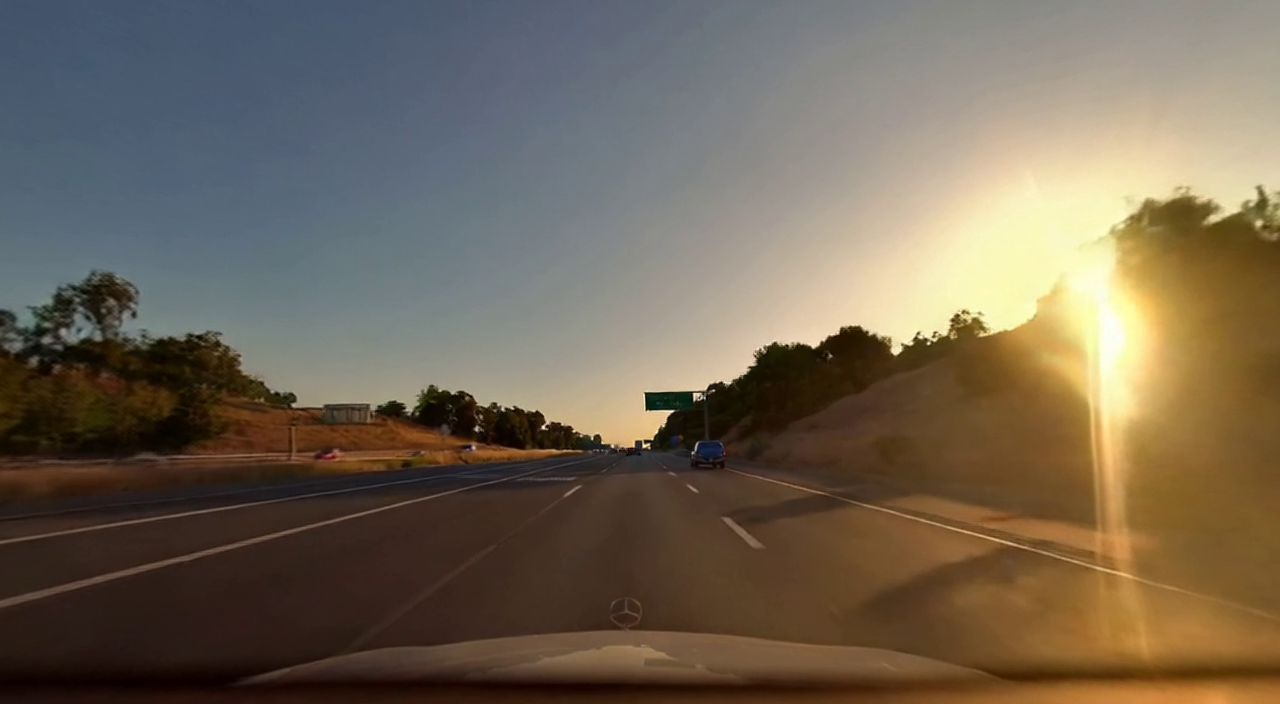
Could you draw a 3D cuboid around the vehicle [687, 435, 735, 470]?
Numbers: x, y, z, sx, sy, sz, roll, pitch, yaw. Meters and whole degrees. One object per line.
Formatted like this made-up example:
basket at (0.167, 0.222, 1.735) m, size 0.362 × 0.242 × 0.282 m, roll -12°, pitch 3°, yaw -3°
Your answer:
vehicle at (4.107, 5.944, 37.475) m, size 2.172 × 1.930 × 4.879 m, roll 0°, pitch -8°, yaw -1°
